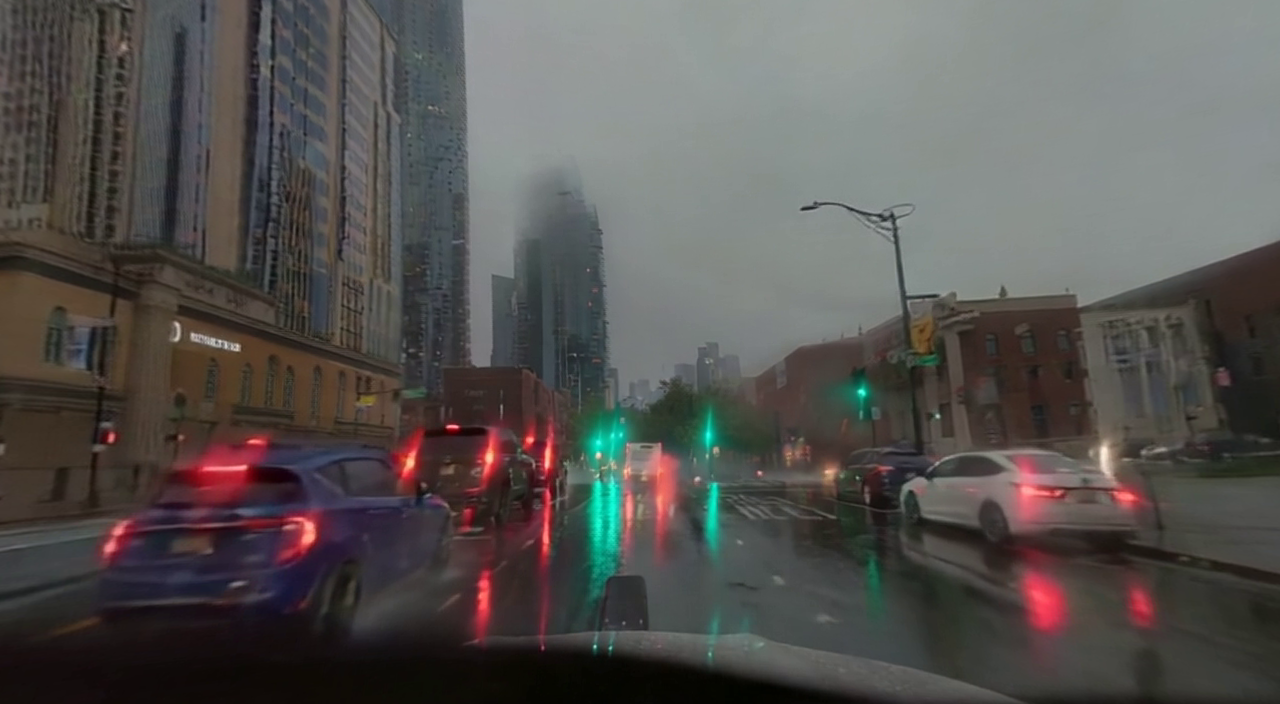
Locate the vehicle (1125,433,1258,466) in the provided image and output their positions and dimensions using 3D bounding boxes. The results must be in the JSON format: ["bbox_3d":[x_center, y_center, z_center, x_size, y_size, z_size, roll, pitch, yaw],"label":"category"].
[{"bbox_3d":[26.827,4.781,30.792,4.598,1.519,1.994,0,-10,-1],"label":"vehicle"}]

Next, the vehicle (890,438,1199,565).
[{"bbox_3d":[5.882,2.182,10.067,1.919,1.529,4.558,0,-9,0],"label":"vehicle"}]

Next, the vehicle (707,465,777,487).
[{"bbox_3d":[7.447,9.125,46.470,4.766,1.502,1.891,0,-9,-4],"label":"vehicle"}]

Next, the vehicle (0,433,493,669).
[{"bbox_3d":[-3.009,1.590,6.256,1.930,1.450,4.497,0,-9,1],"label":"vehicle"}]

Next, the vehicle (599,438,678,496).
[{"bbox_3d":[0.090,3.899,21.888,2.328,1.746,5.072,-1,-9,4],"label":"vehicle"}]
